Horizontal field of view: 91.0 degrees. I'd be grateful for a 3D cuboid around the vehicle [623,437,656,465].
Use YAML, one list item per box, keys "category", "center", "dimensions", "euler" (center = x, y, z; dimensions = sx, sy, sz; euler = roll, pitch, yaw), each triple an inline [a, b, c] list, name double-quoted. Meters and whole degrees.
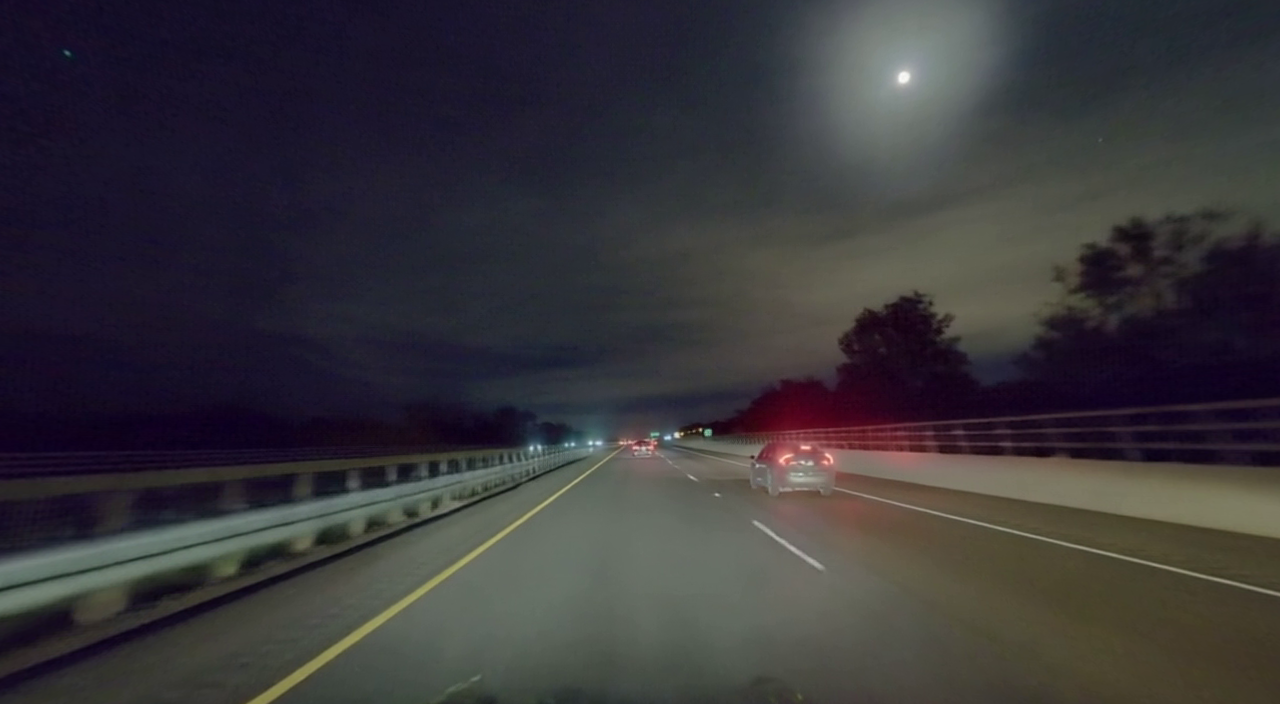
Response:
- category: "vehicle"
  center: [-0.060, 6.554, 41.779]
  dimensions: [2.059, 1.696, 4.165]
  euler: [0, -8, 0]
